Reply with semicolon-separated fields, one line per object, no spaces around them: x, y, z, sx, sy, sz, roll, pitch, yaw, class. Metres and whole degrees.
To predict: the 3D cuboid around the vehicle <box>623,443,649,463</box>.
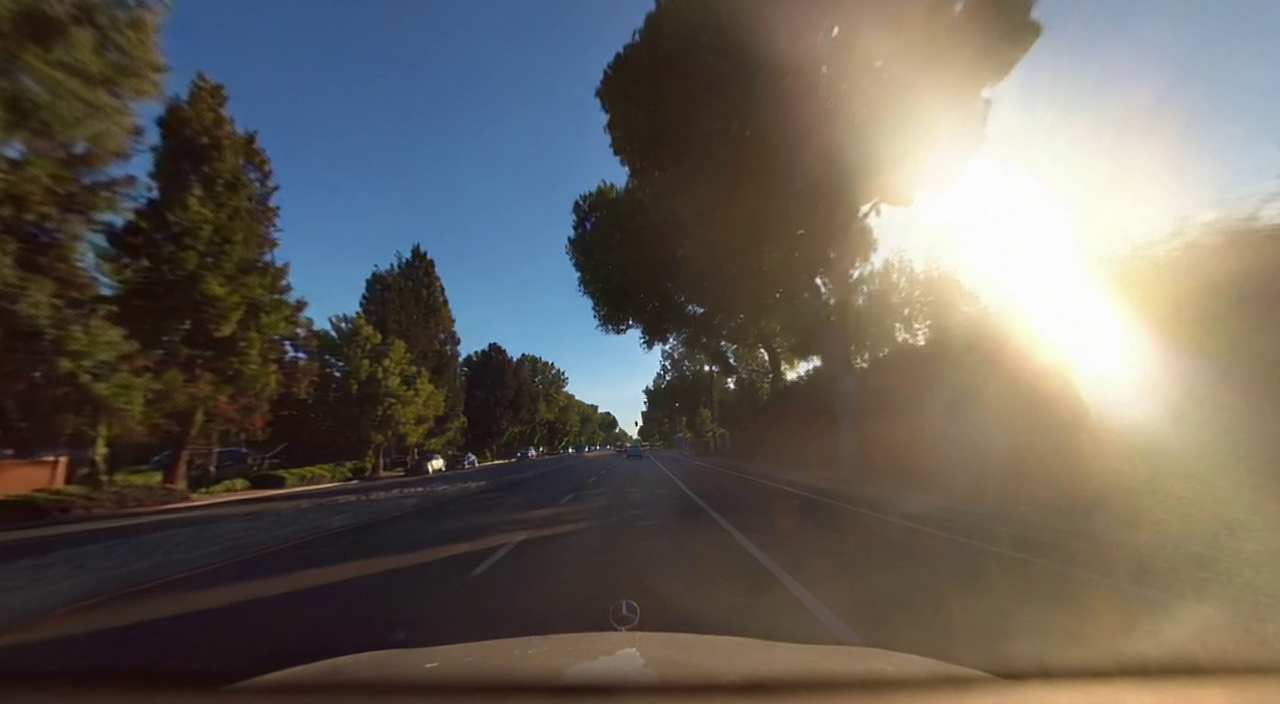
-0.350;7.915;49.547;1.984;1.439;4.171;0;-9;-1;vehicle
